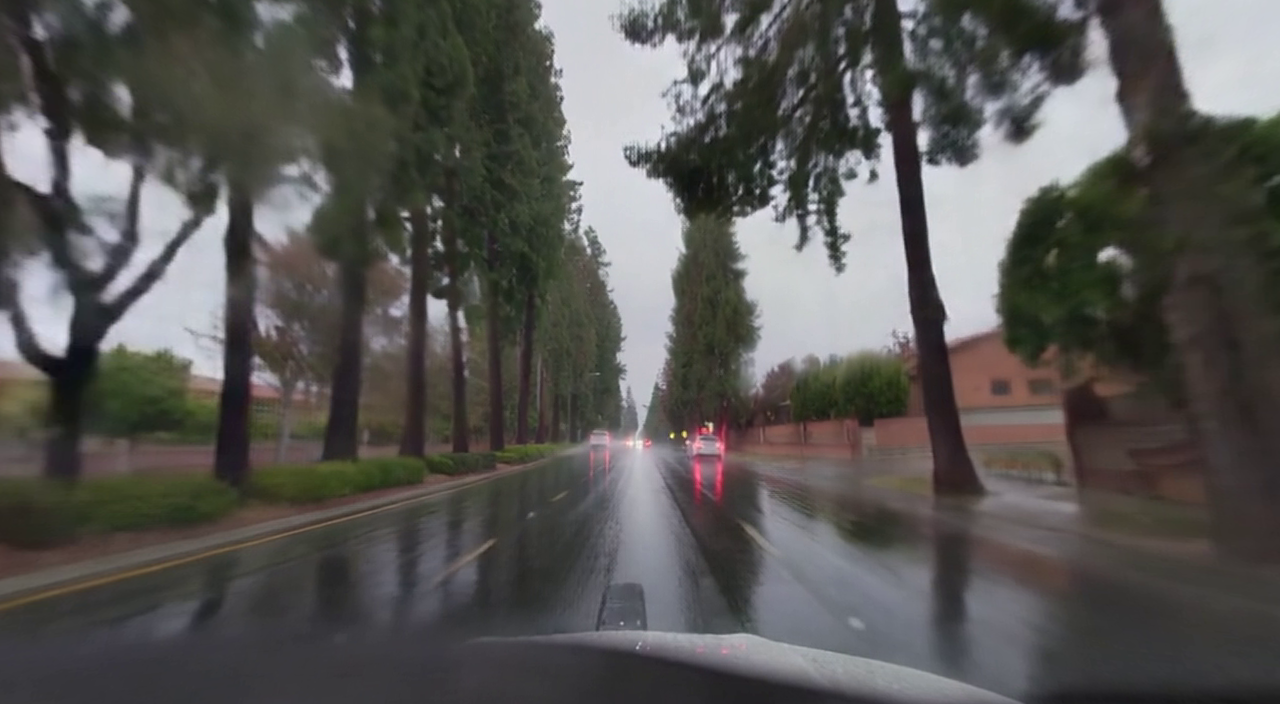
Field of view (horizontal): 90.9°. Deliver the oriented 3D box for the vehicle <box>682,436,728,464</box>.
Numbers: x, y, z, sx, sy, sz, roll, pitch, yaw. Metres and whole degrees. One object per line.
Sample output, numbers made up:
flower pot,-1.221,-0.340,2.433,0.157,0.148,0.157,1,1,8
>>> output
vehicle,3.941,6.037,38.991,2.237,1.578,4.621,0,-8,-1
